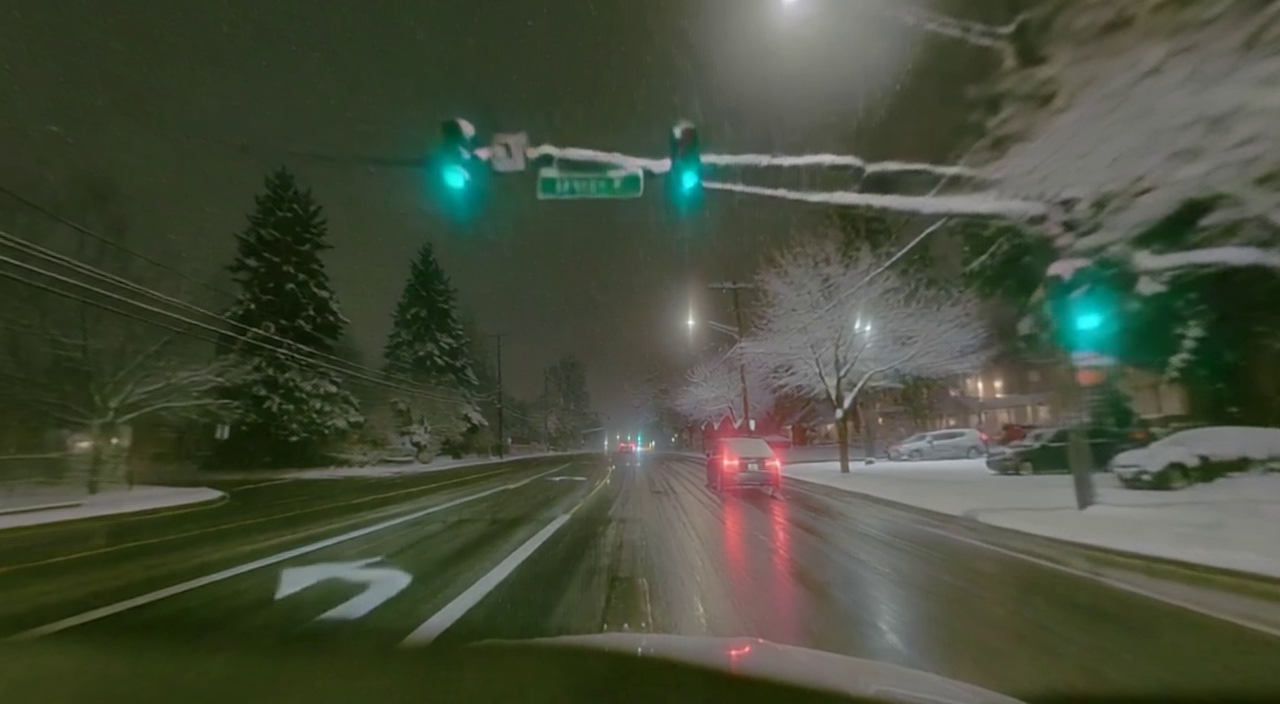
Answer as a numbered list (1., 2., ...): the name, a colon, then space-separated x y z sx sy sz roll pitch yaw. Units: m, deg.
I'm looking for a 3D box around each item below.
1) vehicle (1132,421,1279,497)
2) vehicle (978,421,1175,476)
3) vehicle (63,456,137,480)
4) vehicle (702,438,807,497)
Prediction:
1. vehicle: 14.119 2.350 13.997 4.514 1.546 2.044 -1 -8 5
2. vehicle: 13.489 3.006 19.697 4.689 1.583 1.947 0 -8 -1
3. vehicle: -38.115 8.189 44.621 1.733 1.527 3.731 0 -9 4
4. vehicle: 3.105 3.242 18.106 2.134 1.476 4.327 0 -8 -1
